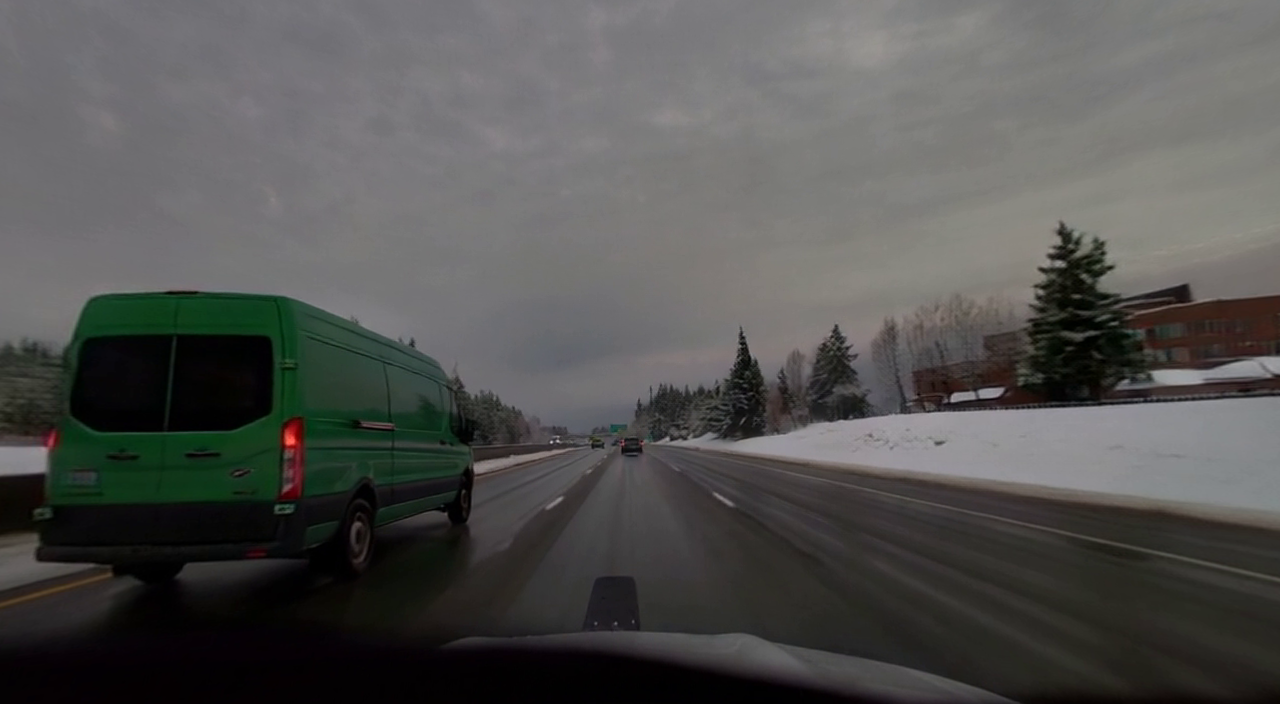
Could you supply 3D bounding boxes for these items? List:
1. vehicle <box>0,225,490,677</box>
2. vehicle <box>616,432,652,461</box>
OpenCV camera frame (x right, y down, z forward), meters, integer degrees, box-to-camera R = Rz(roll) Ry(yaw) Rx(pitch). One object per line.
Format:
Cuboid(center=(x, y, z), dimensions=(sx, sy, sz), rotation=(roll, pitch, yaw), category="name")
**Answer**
Cuboid(center=(-3.410, 0.907, 6.529), dimensions=(2.424, 2.577, 5.828), rotation=(0, -8, -2), category="vehicle")
Cuboid(center=(-0.398, 5.727, 38.332), dimensions=(2.104, 1.646, 4.176), rotation=(0, -8, -1), category="vehicle")
